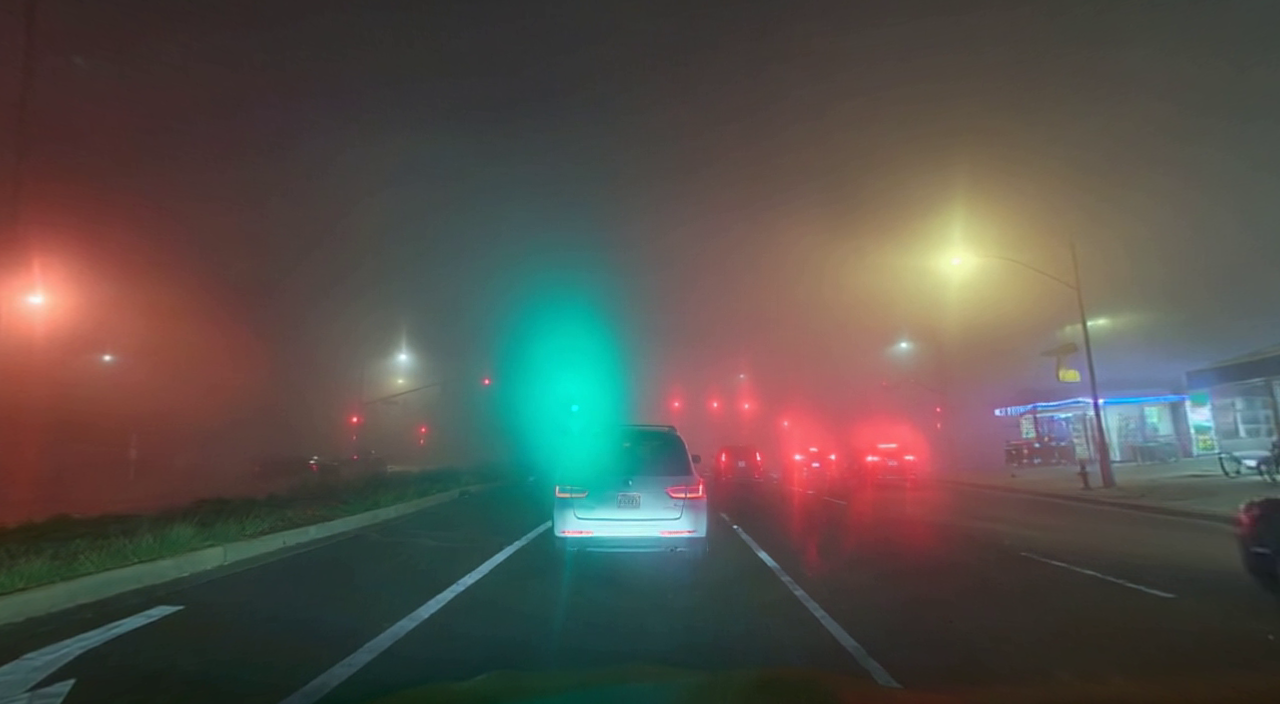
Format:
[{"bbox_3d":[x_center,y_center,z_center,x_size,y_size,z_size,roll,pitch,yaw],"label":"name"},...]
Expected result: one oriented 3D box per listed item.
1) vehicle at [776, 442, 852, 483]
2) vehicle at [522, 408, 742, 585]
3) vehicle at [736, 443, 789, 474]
[{"bbox_3d":[6.854,4.380,25.274,1.833,1.452,4.237,0,-9,0],"label":"vehicle"},{"bbox_3d":[-0.062,1.694,8.122,2.115,1.700,3.901,0,-8,1],"label":"vehicle"},{"bbox_3d":[6.259,5.457,32.638,1.961,1.477,4.454,0,-9,2],"label":"vehicle"}]
